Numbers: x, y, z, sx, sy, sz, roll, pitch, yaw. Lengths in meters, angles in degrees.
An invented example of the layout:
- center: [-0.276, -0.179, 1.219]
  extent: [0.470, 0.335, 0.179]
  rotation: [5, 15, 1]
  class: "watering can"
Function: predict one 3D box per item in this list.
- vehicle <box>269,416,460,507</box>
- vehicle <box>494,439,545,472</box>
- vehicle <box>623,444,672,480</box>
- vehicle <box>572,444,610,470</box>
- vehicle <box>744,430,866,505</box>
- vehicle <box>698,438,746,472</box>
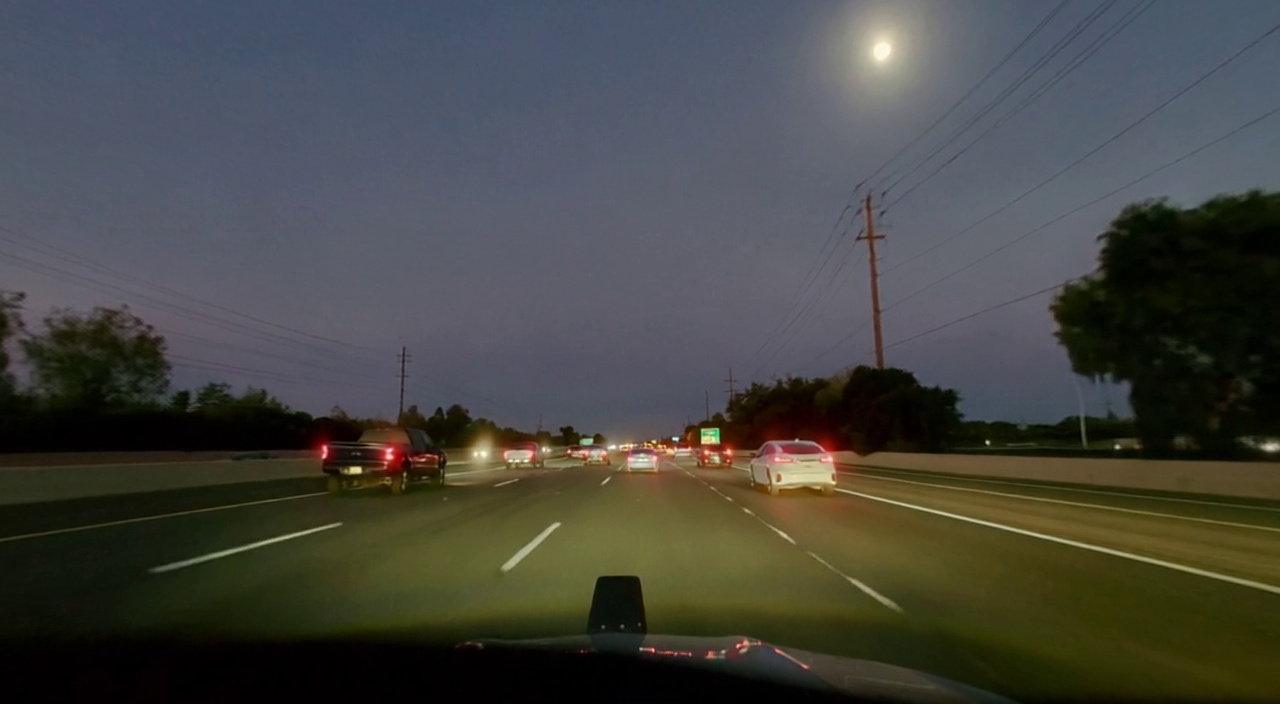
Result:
- center: [-6.801, 2.807, 16.586]
  extent: [2.269, 1.936, 5.777]
  rotation: [0, -8, 1]
  class: "vehicle"
- center: [-6.654, 5.769, 35.266]
  extent: [1.978, 1.680, 4.263]
  rotation: [0, -9, 1]
  class: "vehicle"
- center: [0.319, 4.735, 27.488]
  extent: [1.966, 1.444, 3.986]
  rotation: [0, -8, 0]
  class: "vehicle"
- center: [-2.917, 6.375, 38.538]
  extent: [1.904, 1.479, 4.274]
  rotation: [0, -9, 1]
  class: "vehicle"
- center: [4.108, 2.949, 16.557]
  extent: [2.002, 1.691, 4.290]
  rotation: [0, -9, 0]
  class: "vehicle"
- center: [4.593, 5.842, 36.066]
  extent: [2.195, 1.778, 4.455]
  rotation: [0, -8, 1]
  class: "vehicle"
